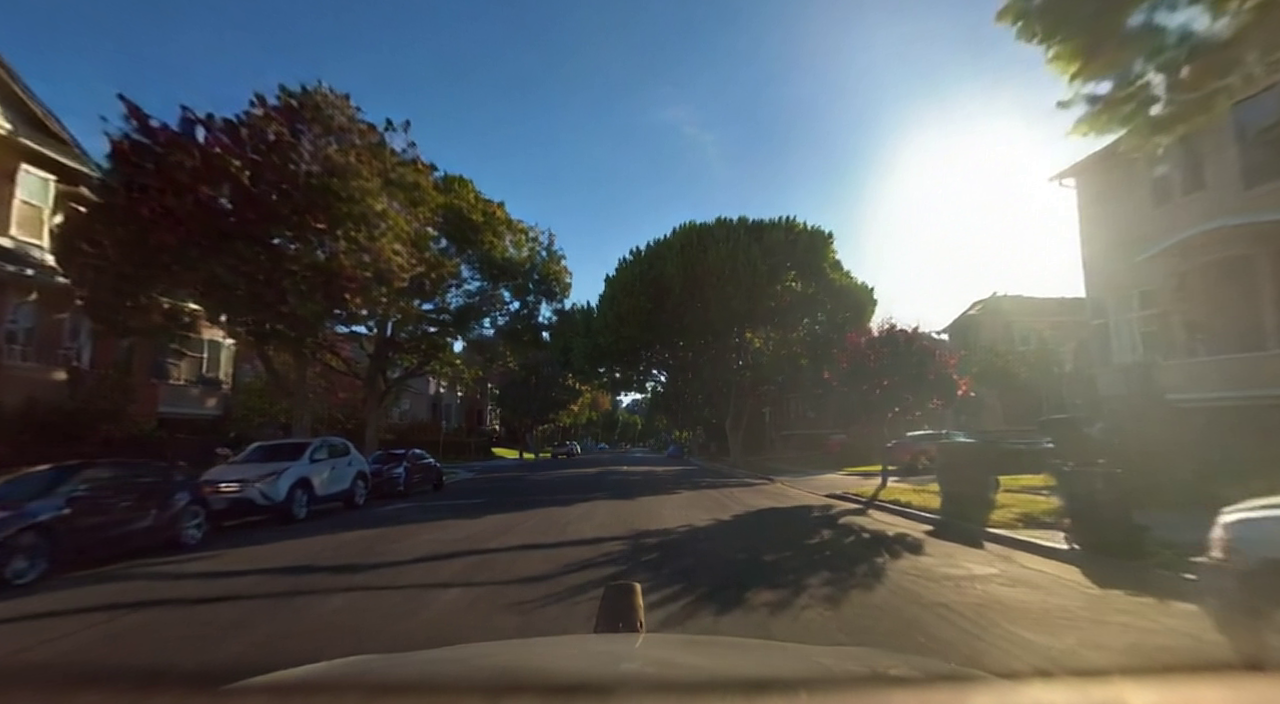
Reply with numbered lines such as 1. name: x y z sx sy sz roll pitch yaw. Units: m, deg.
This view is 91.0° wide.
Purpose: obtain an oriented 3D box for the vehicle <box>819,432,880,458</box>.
1. vehicle: 13.158 5.902 39.932 2.068 1.522 4.810 0 -9 -2

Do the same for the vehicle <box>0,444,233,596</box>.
1. vehicle: -7.429 1.966 8.184 1.845 1.510 3.729 0 -9 -3

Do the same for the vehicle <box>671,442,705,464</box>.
1. vehicle: 3.444 7.306 45.584 1.956 1.468 4.698 0 -9 -2

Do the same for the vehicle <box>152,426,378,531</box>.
1. vehicle: -7.486 2.587 13.254 2.136 1.758 4.297 -2 -9 -1

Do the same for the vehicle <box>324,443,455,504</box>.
1. vehicle: -7.193 3.522 18.707 1.912 1.466 4.754 -2 -9 1

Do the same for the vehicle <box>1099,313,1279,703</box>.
1. vehicle: 4.094 0.591 1.466 2.216 1.955 4.970 0 -9 0

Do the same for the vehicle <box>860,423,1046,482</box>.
1. vehicle: 9.701 3.147 19.871 4.726 1.731 2.075 -1 -9 4
